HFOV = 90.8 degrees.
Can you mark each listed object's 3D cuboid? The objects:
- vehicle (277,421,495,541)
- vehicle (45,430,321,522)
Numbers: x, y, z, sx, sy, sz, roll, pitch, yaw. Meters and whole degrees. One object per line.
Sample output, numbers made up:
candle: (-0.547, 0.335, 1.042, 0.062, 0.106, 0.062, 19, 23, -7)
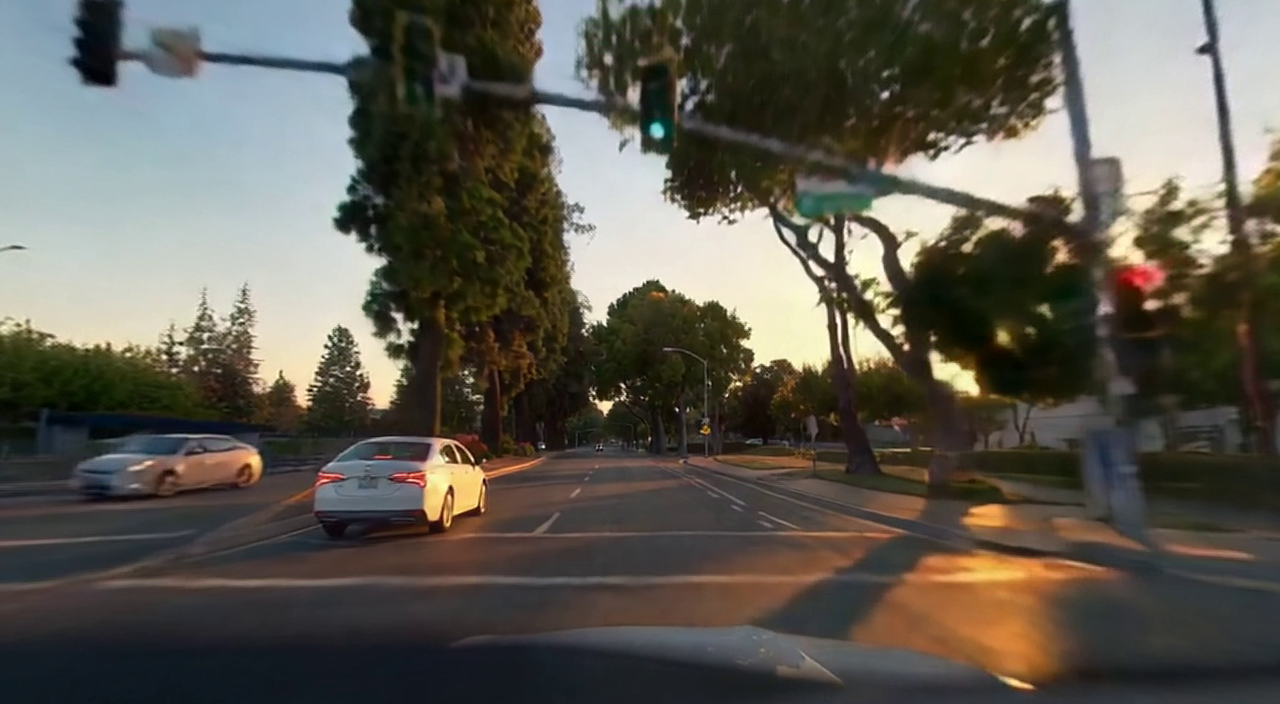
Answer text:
vehicle: (-3.780, 1.988, 10.379, 1.915, 1.521, 4.283, 0, -8, -2)
vehicle: (-8.721, 2.373, 12.795, 2.080, 1.460, 4.756, 1, -8, -1)
